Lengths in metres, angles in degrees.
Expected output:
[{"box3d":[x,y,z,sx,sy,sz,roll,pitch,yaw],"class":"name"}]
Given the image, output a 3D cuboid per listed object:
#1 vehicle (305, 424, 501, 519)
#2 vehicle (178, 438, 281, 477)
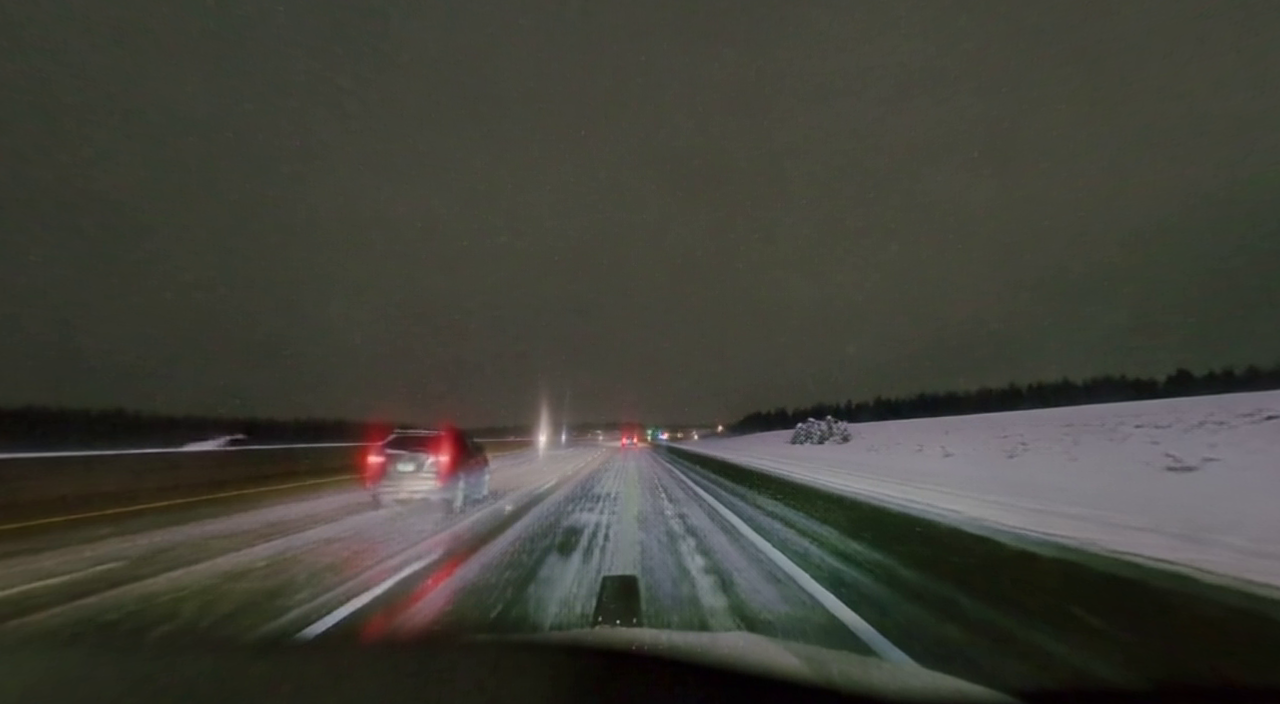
[{"box3d":[-4.551,2.356,13.112,2.129,1.588,4.980,0,-8,0],"class":"vehicle"},{"box3d":[-16.652,4.249,25.726,1.710,1.445,3.666,0,-8,-1],"class":"vehicle"}]
